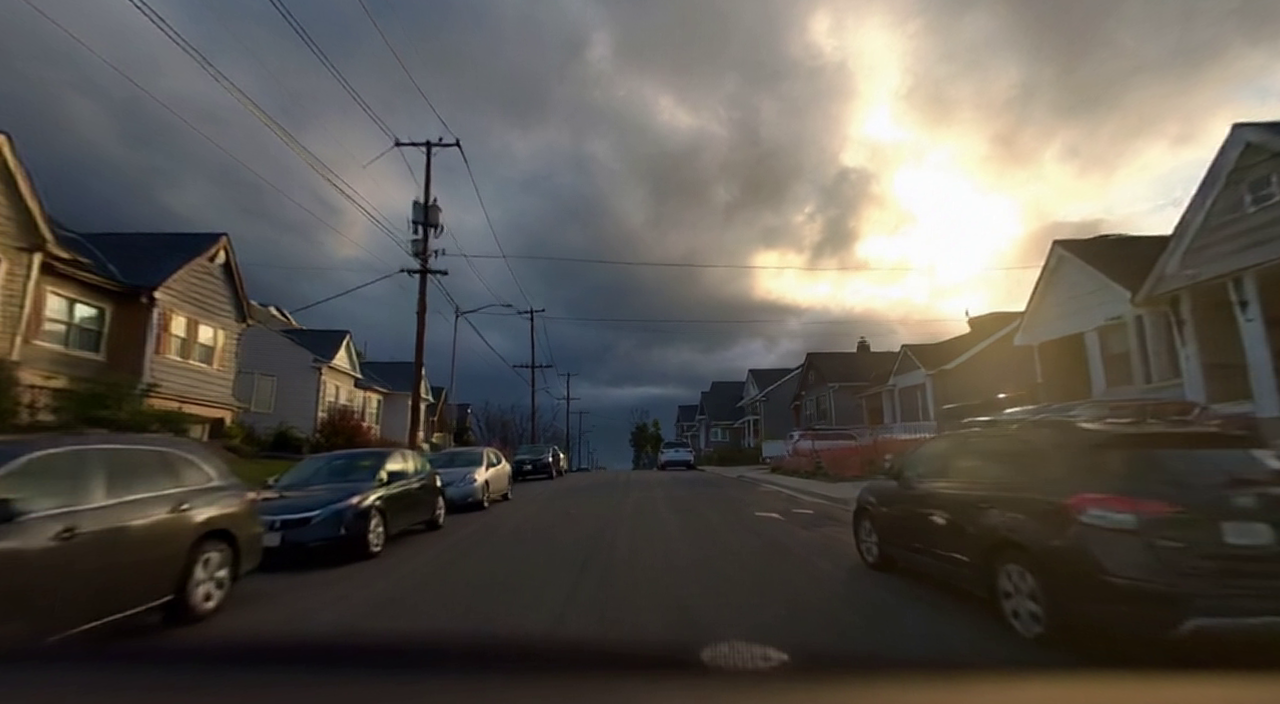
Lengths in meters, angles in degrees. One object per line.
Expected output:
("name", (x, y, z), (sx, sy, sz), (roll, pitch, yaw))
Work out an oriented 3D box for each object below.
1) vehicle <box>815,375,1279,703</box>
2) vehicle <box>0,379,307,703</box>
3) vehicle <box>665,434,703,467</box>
("vehicle", (3.315, 1.279, 5.508), (1.957, 1.644, 4.433), (1, -9, -5))
("vehicle", (-4.263, 1.151, 3.812), (2.031, 1.708, 4.746), (-2, -10, -2))
("vehicle", (3.137, 7.171, 46.031), (2.343, 2.229, 4.199), (0, -9, -1))
